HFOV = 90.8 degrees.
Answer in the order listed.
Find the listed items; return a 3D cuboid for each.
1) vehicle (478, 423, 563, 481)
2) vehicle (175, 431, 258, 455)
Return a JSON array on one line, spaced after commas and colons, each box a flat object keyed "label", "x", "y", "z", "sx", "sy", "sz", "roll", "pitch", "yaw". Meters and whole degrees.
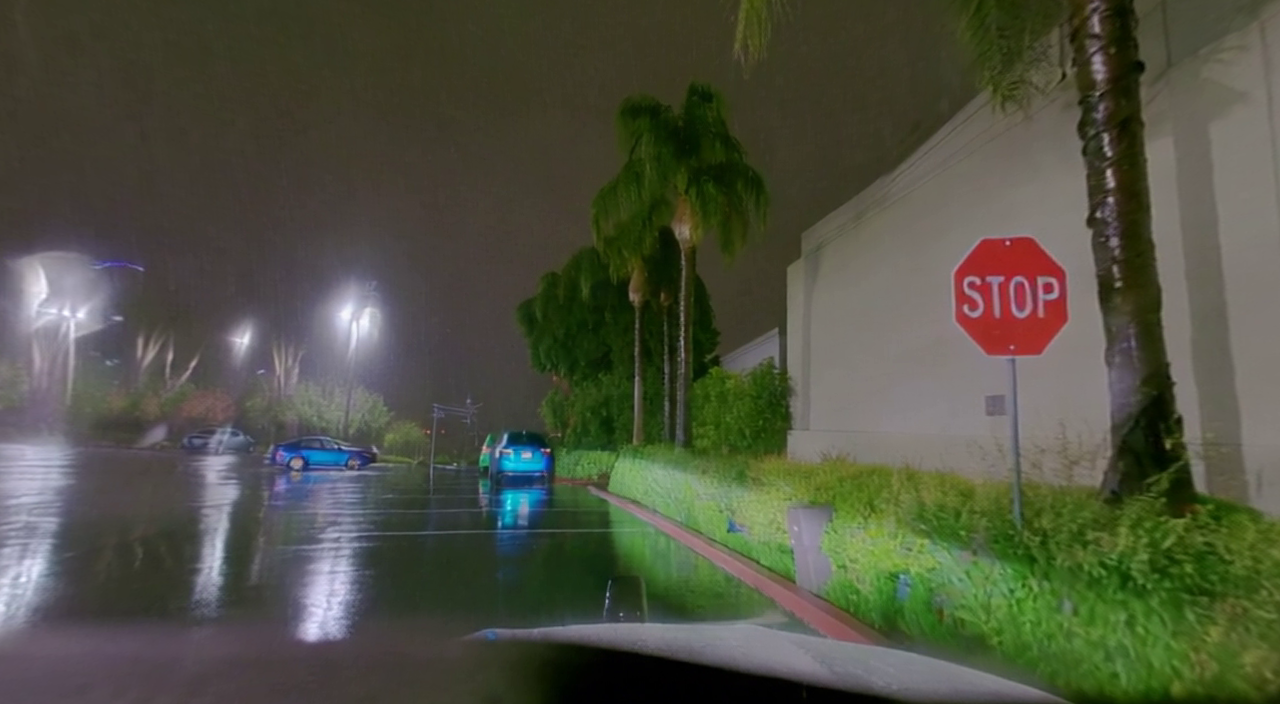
[{"label": "vehicle", "x": -4.060, "y": 3.290, "z": 20.926, "sx": 2.071, "sy": 1.700, "sz": 4.367, "roll": 3, "pitch": -9, "yaw": -19}, {"label": "vehicle", "x": -28.412, "y": 6.136, "z": 42.558, "sx": 4.457, "sy": 1.552, "sz": 1.748, "roll": 5, "pitch": -10, "yaw": -32}]
